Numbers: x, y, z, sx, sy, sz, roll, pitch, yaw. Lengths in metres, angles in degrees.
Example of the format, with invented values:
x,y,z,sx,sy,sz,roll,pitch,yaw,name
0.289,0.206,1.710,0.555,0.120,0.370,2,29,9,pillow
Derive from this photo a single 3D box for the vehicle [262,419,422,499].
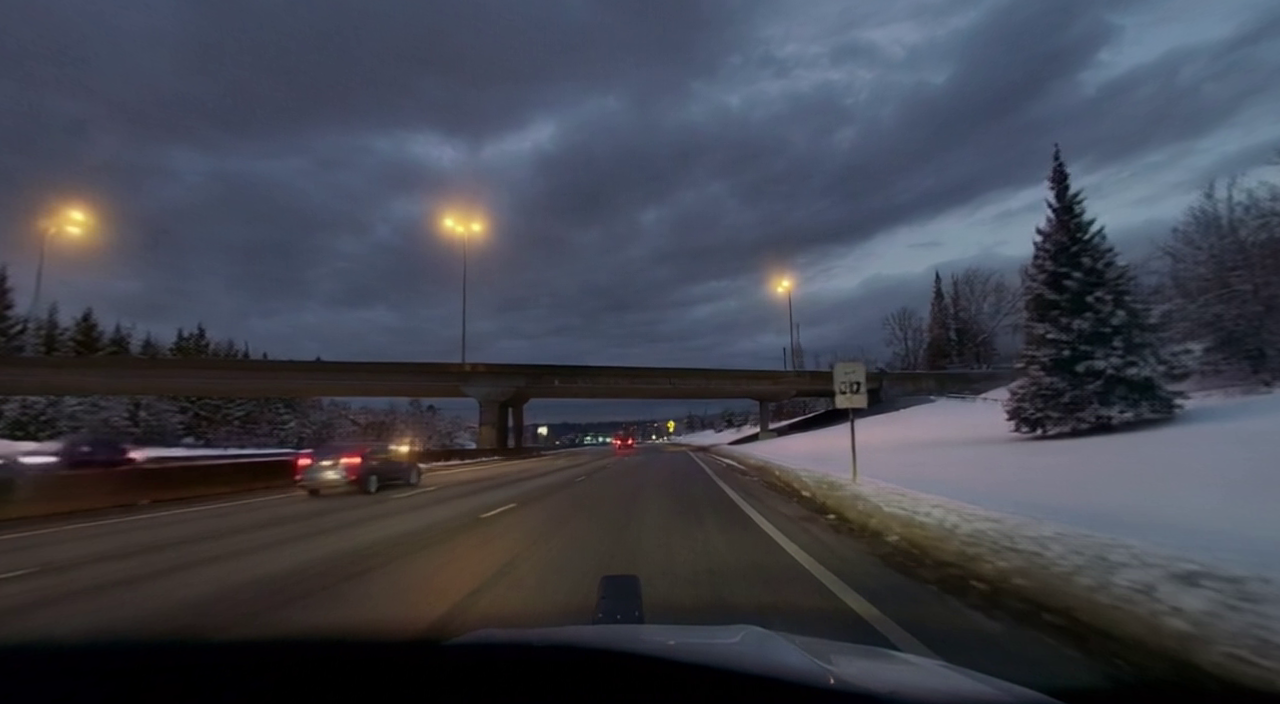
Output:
x,y,z,sx,sy,sz,roll,pitch,yaw,name
-7.884,2.848,17.235,1.956,1.888,4.512,-1,-8,3,vehicle

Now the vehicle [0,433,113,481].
x,y,z,sx,sy,sz,roll,pitch,yaw,name
-22.578,3.838,23.348,1.889,1.602,4.509,-1,-8,3,vehicle
